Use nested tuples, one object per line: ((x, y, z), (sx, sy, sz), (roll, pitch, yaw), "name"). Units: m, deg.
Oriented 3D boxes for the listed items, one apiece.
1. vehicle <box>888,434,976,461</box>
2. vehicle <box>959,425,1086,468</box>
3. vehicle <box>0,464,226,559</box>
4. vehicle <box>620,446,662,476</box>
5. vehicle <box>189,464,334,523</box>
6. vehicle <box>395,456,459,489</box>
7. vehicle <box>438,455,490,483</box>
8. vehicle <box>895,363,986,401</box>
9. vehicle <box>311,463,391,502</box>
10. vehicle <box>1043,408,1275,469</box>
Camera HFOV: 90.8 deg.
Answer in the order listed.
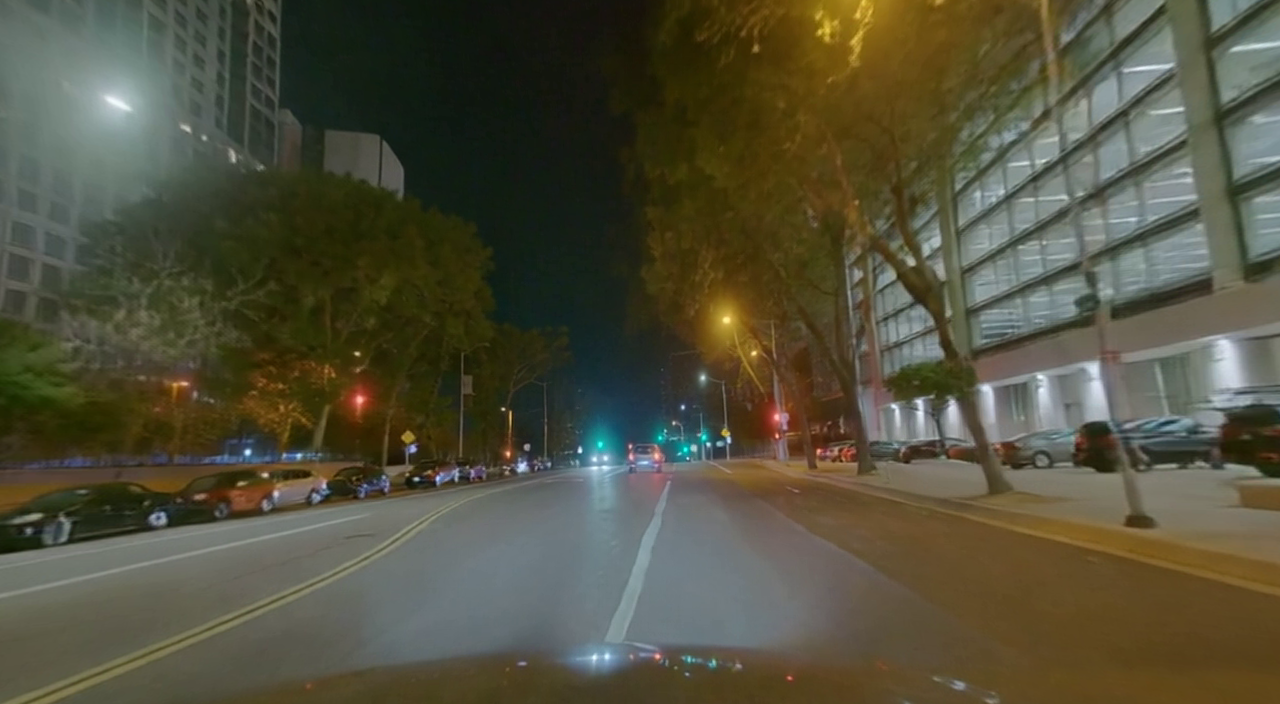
((16.036, 5.283, 34.886), (3.620, 1.412, 2.472), (0, -9, 2), "vehicle")
((14.448, 3.602, 24.041), (3.556, 1.414, 1.851), (-3, -8, 1), "vehicle")
((-13.589, 4.015, 16.524), (1.917, 1.775, 5.018), (-10, -10, 3), "vehicle")
((0.134, 5.823, 34.059), (2.051, 1.454, 4.132), (0, -8, 3), "vehicle")
((-13.001, 4.848, 22.104), (1.984, 1.635, 4.525), (-3, -9, 6), "vehicle")
((-12.256, 6.959, 36.718), (1.997, 1.668, 4.084), (0, -8, 5), "vehicle")
((-11.858, 7.914, 42.905), (2.016, 1.627, 4.742), (-2, -8, 3), "vehicle")
((15.435, 1.587, 32.603), (3.766, 1.708, 1.810), (-1, -10, 6), "vehicle")
((-12.716, 5.743, 28.080), (1.646, 1.462, 3.740), (0, -8, 2), "vehicle")
((15.211, 2.595, 18.801), (4.750, 1.519, 2.276), (-3, -9, 3), "vehicle")
